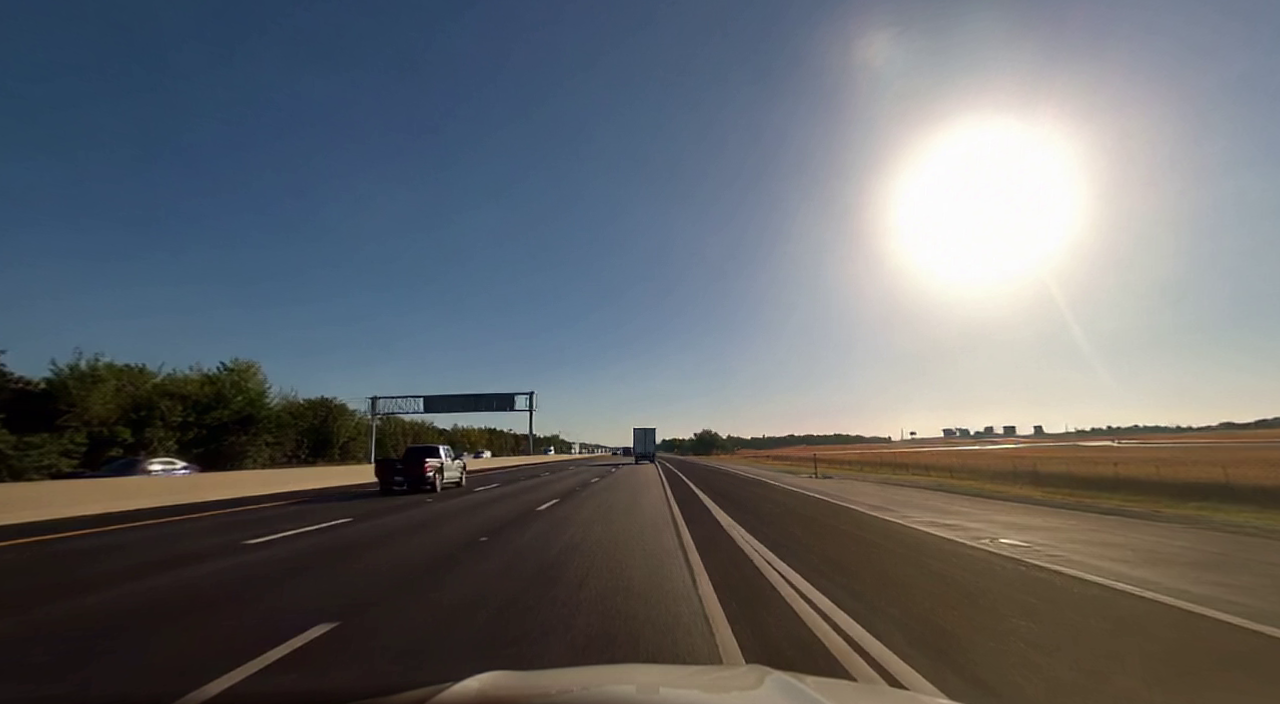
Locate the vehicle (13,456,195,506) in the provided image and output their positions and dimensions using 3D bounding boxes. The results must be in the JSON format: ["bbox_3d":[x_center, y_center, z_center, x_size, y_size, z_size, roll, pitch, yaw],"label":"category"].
[{"bbox_3d":[-18.315,4.399,21.970,2.077,1.485,4.860,0,-9,0],"label":"vehicle"}]

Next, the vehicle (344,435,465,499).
[{"bbox_3d":[-7.486,3.708,20.677,2.052,1.817,4.744,0,-9,1],"label":"vehicle"}]
